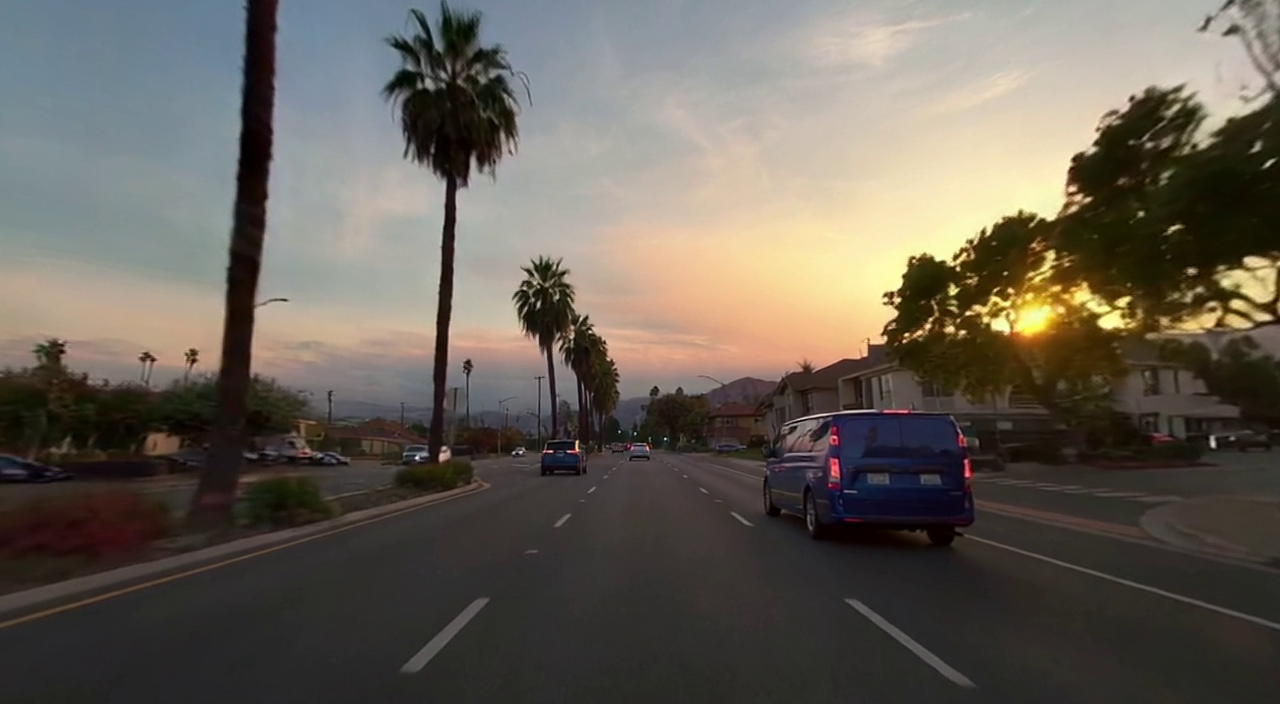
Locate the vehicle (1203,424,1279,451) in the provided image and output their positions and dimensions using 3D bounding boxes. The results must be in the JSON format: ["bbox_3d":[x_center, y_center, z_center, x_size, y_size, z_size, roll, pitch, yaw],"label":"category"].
[{"bbox_3d":[45.959,6.476,47.682,4.658,1.924,1.898,-5,-10,30],"label":"vehicle"}]

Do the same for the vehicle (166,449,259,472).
[{"bbox_3d":[-29.343,7.463,43.472,4.876,1.487,1.993,1,-8,-4],"label":"vehicle"}]

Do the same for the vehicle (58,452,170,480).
[{"bbox_3d":[-28.540,6.181,34.367,4.371,1.393,1.867,0,-8,-1],"label":"vehicle"}]

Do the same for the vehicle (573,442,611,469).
[{"bbox_3d":[-2.756,6.076,37.194,1.869,1.454,4.142,0,-8,0],"label":"vehicle"}]

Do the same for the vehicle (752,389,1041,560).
[{"bbox_3d":[3.334,1.734,9.610,2.234,1.912,4.847,0,-8,-1],"label":"vehicle"}]

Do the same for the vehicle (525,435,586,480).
[{"bbox_3d":[-3.445,4.375,26.500,1.967,1.703,4.157,0,-8,1],"label":"vehicle"}]

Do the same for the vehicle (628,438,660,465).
[{"bbox_3d":[0.275,7.085,45.092,2.191,1.761,3.857,0,-8,0],"label":"vehicle"}]
